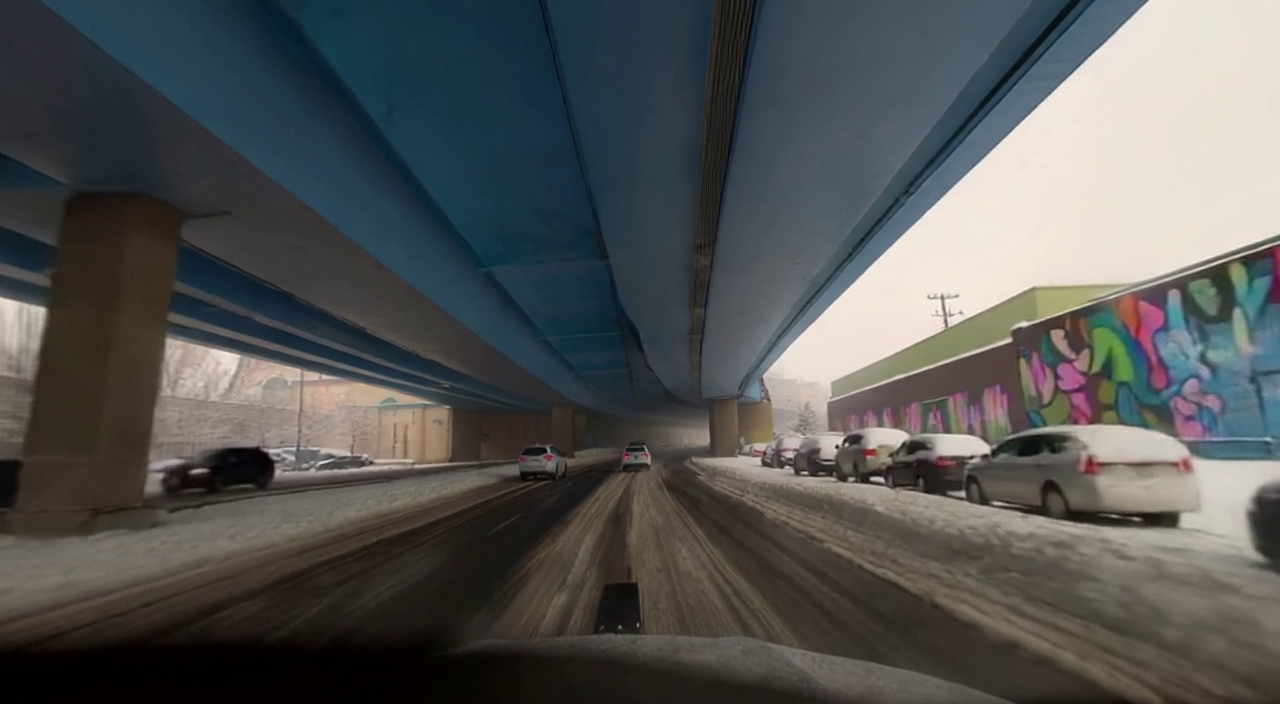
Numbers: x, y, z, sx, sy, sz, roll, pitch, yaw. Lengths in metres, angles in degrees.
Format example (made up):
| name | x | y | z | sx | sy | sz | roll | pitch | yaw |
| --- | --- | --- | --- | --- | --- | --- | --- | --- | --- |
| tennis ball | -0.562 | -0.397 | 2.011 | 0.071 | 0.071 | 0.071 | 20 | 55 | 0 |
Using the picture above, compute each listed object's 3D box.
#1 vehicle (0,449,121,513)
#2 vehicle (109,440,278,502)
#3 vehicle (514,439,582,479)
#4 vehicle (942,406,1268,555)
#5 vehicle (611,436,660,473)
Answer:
| name | x | y | z | sx | sy | sz | roll | pitch | yaw |
| --- | --- | --- | --- | --- | --- | --- | --- | --- | --- |
| vehicle | -17.750 | 3.609 | 18.010 | 2.056 | 1.643 | 4.362 | -1 | -8 | 2 |
| vehicle | -13.993 | 3.716 | 20.243 | 2.069 | 1.728 | 4.567 | 0 | -8 | 0 |
| vehicle | -3.807 | 4.518 | 27.059 | 2.024 | 1.533 | 4.549 | -1 | -8 | 3 |
| vehicle | 6.439 | 1.801 | 9.490 | 1.940 | 1.738 | 3.956 | -1 | -8 | 2 |
| vehicle | -0.196 | 4.813 | 29.874 | 2.155 | 1.571 | 3.734 | 0 | -8 | 1 |
